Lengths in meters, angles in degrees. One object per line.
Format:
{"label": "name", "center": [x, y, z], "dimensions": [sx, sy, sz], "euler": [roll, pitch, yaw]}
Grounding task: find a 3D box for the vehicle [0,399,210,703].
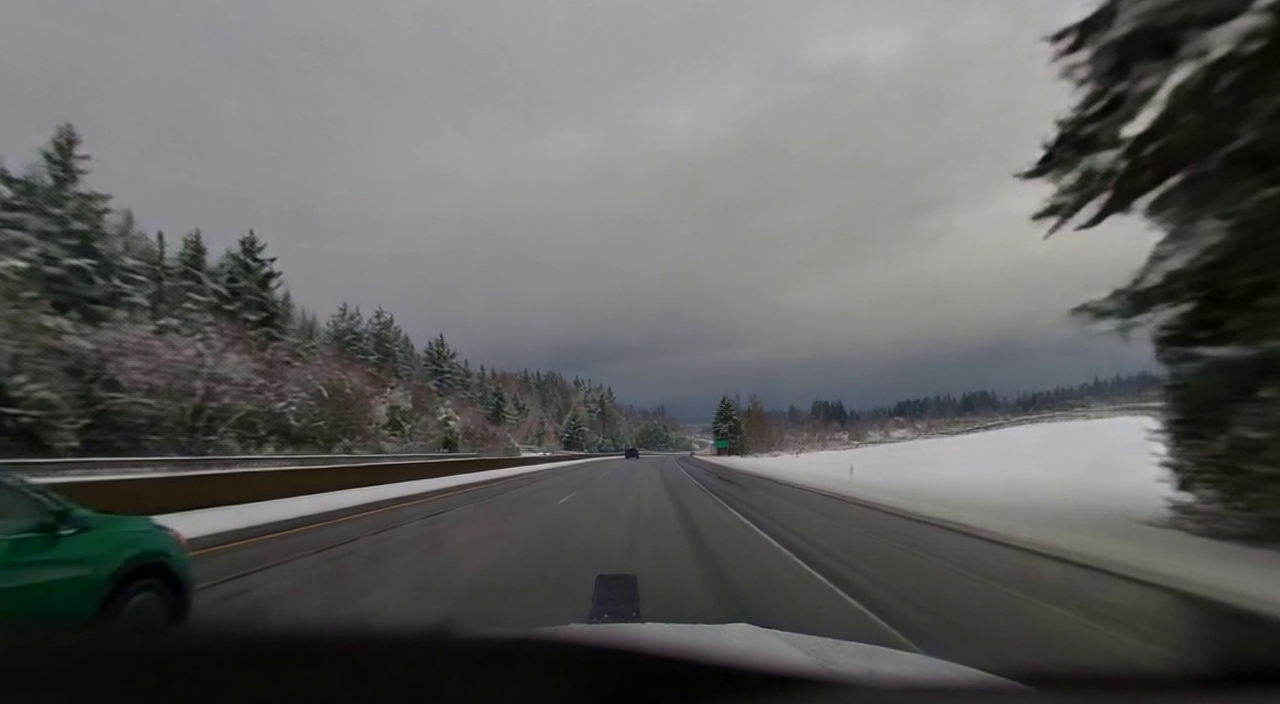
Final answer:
{"label": "vehicle", "center": [-3.466, 0.778, 1.477], "dimensions": [1.934, 1.486, 4.115], "euler": [0, -9, 1]}
